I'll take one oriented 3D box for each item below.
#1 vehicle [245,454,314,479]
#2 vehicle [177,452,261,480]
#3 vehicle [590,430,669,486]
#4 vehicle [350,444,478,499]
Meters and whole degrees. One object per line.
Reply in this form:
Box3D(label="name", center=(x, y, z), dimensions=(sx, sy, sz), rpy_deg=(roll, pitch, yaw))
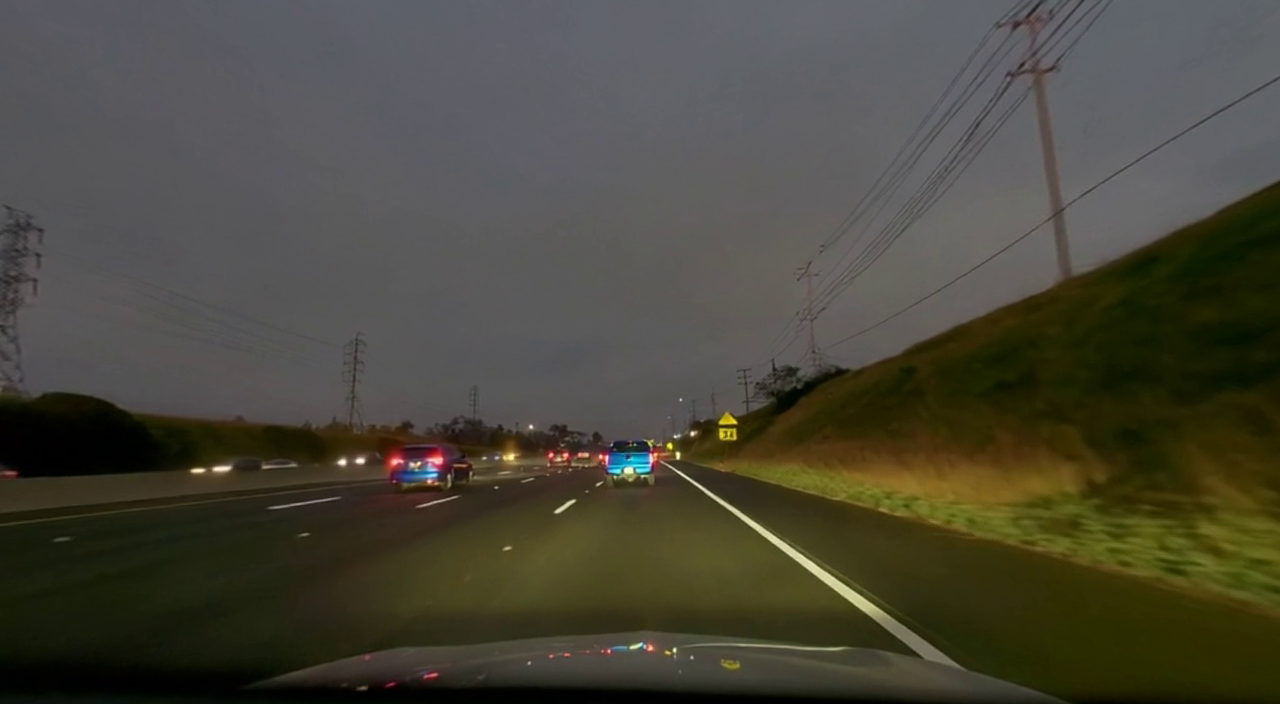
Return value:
Box3D(label="vehicle", center=(-23.370, 7.424, 41.043), dimensions=(1.861, 1.488, 4.345), rpy_deg=(0, -9, 1))
Box3D(label="vehicle", center=(-27.262, 7.399, 40.991), dimensions=(2.292, 1.660, 4.482), rpy_deg=(0, -9, 1))
Box3D(label="vehicle", center=(-0.424, 4.462, 26.856), dimensions=(2.972, 2.087, 6.126), rpy_deg=(0, -9, 0))
Box3D(label="vehicle", center=(-7.142, 3.817, 20.657), dimensions=(2.189, 1.553, 5.202), rpy_deg=(0, -9, 1))
